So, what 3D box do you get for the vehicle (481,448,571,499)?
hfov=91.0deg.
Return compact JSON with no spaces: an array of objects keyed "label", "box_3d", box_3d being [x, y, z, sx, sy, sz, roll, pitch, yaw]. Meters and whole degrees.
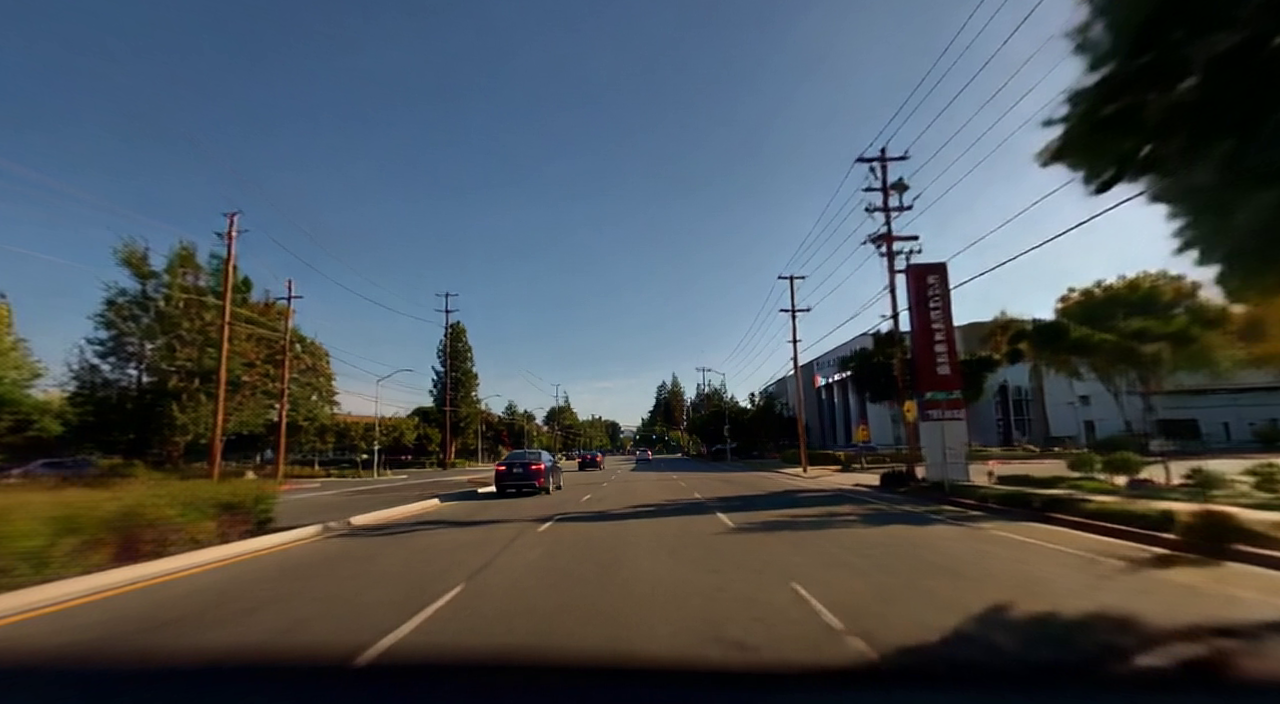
[{"label":"vehicle","box_3d":[-3.557,3.865,20.493,2.076,1.444,4.328,0,-9,1]}]
